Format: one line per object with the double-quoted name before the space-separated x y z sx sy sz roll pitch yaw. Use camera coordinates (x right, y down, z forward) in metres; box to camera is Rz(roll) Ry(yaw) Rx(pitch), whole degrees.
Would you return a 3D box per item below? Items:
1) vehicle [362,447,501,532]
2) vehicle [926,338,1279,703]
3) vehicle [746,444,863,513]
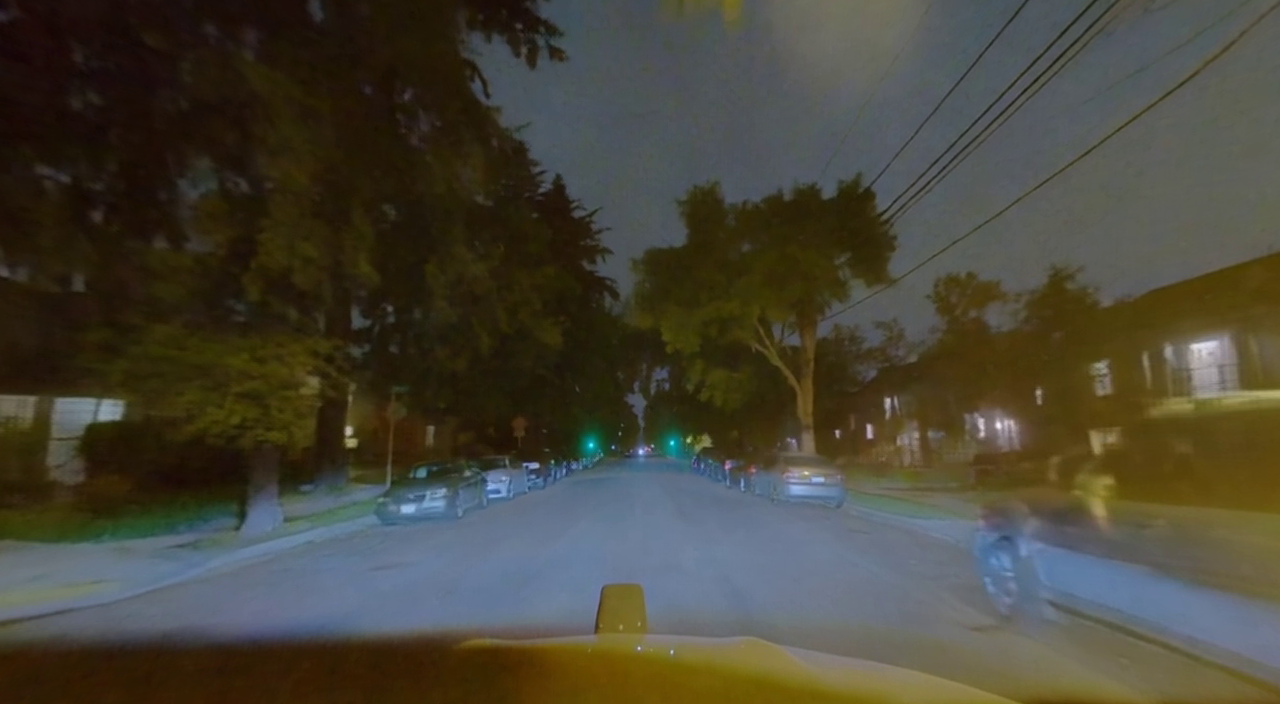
"vehicle" -4.502 2.985 14.303 1.870 1.562 4.212 -1 -9 -2
"vehicle" 4.036 1.027 3.720 2.215 1.897 5.131 0 -9 0
"vehicle" 4.097 3.219 16.460 1.862 1.525 4.421 0 -9 0
